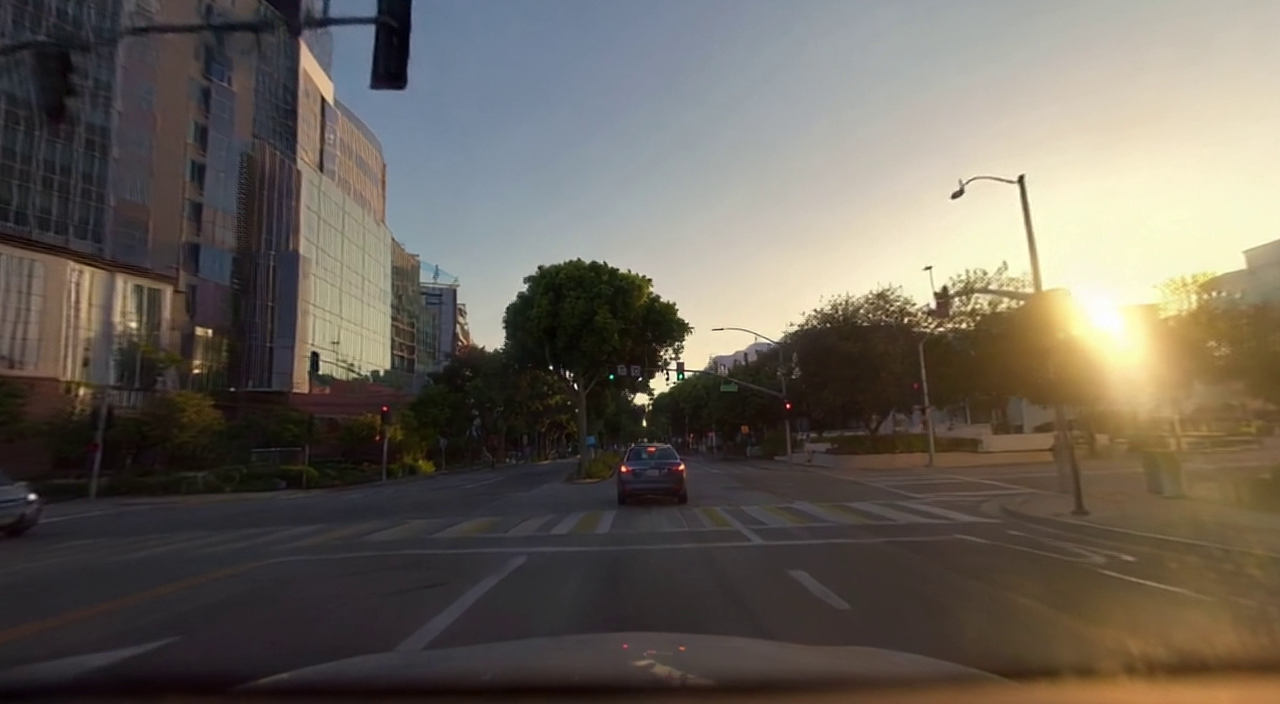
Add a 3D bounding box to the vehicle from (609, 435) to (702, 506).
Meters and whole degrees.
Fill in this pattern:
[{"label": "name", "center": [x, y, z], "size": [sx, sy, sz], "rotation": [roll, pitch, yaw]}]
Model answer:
[{"label": "vehicle", "center": [0.326, 3.115, 16.970], "size": [2.184, 1.640, 4.086], "rotation": [0, -9, -1]}]
